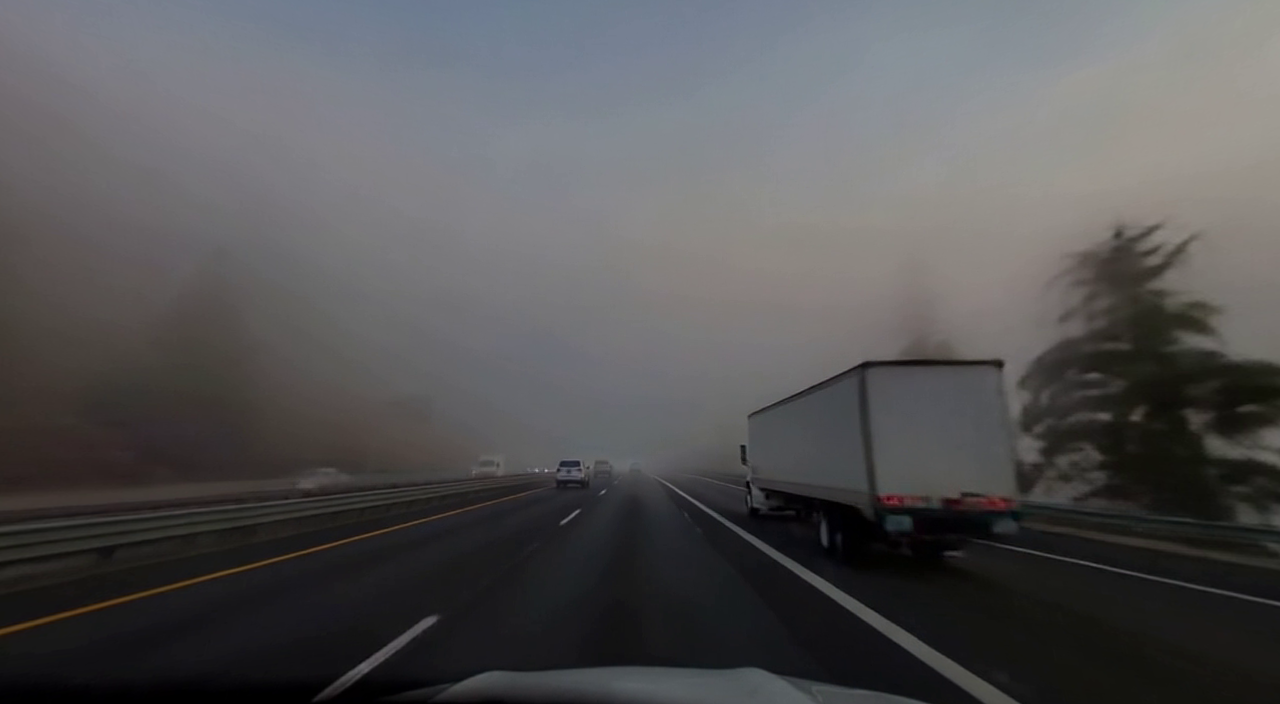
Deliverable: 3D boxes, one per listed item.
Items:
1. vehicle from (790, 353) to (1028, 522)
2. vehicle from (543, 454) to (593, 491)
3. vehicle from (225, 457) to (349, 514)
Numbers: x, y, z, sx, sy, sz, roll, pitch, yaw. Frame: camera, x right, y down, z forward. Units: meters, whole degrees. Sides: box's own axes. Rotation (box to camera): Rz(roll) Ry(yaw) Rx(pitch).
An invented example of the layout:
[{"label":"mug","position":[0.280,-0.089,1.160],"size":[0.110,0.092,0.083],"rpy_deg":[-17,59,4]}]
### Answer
[{"label":"vehicle","position":[7.542,3.012,19.851],"size":[3.235,4.088,9.243],"rpy_deg":[0,-12,0]},{"label":"vehicle","position":[-3.991,6.837,35.839],"size":[2.272,1.873,4.832],"rpy_deg":[1,-10,0]},{"label":"vehicle","position":[-11.842,4.488,21.487],"size":[1.891,1.730,3.977],"rpy_deg":[1,-10,-1]}]
